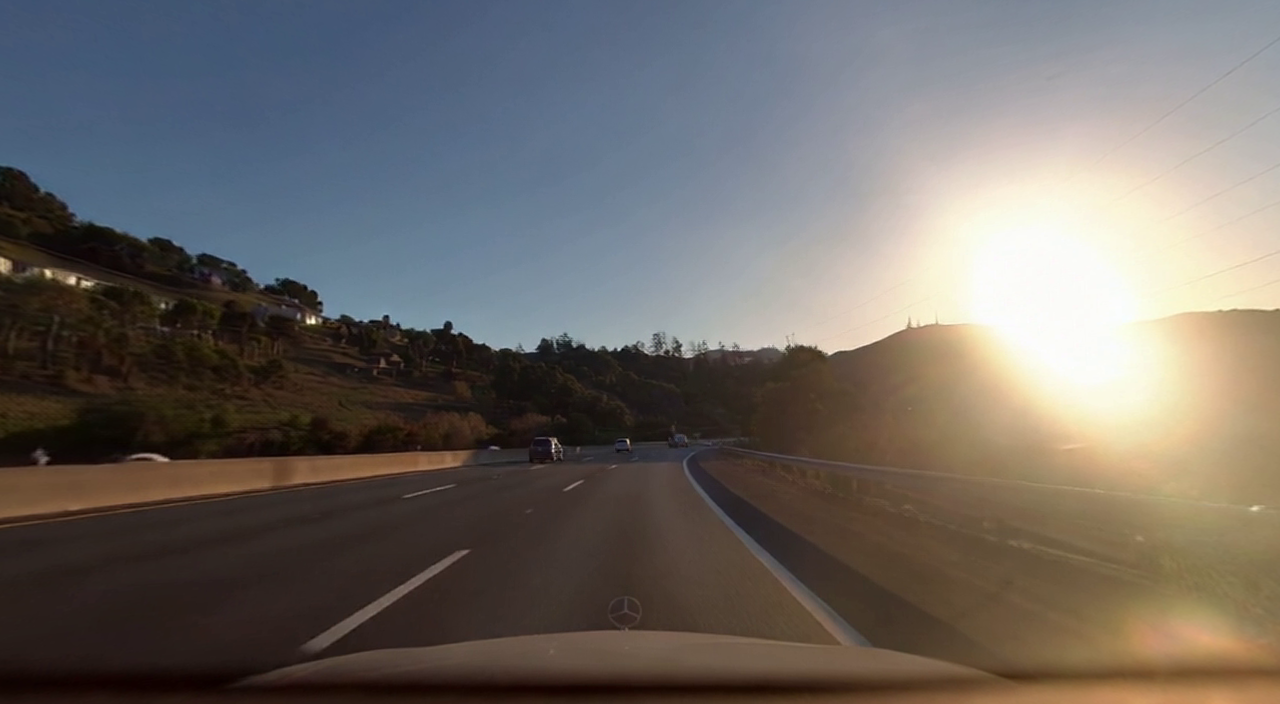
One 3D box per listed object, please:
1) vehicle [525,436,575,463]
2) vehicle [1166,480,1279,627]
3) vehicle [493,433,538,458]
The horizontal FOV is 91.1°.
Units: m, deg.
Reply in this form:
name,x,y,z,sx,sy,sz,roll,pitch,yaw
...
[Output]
name,x,y,z,sx,sy,sz,roll,pitch,yaw
vehicle,-5.361,5.883,37.896,2.010,1.489,4.456,0,-9,5
vehicle,10.308,2.787,8.009,2.325,1.972,5.577,1,-9,0
vehicle,-9.097,6.924,46.300,2.063,1.743,4.392,0,-9,5
